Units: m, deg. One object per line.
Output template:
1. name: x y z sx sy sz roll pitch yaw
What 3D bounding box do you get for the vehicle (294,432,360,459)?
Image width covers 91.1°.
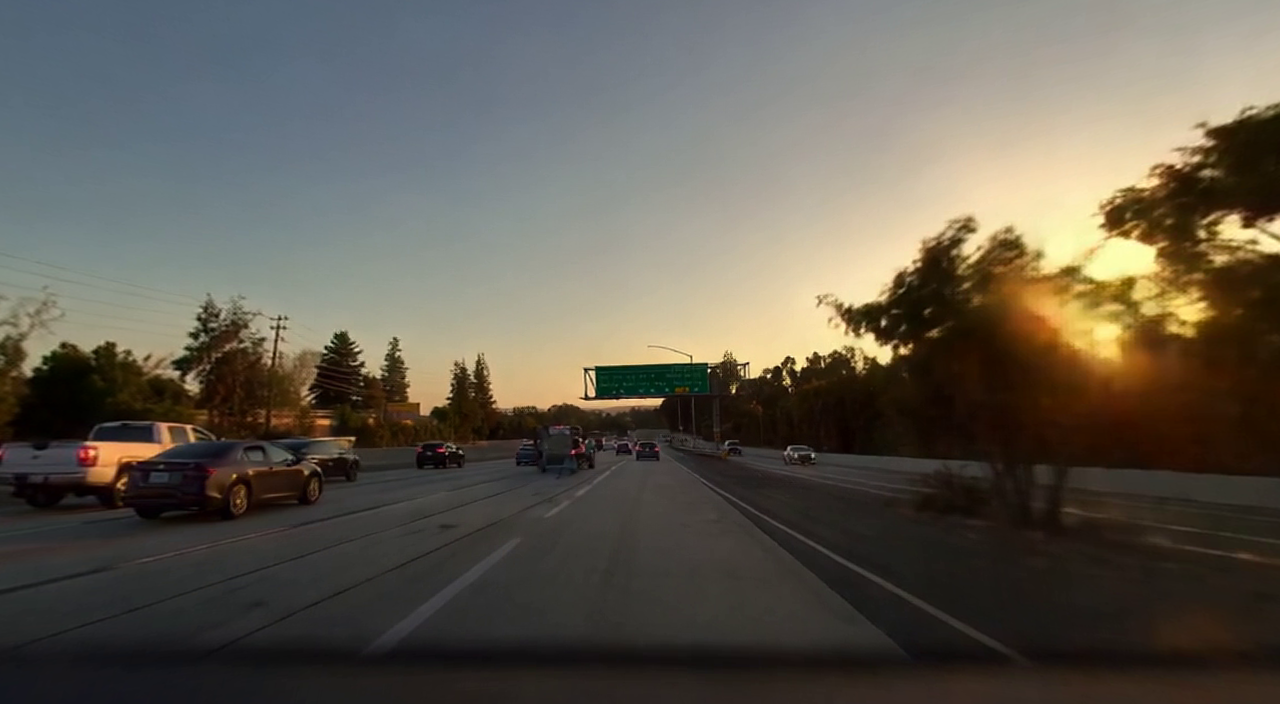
1. vehicle: -23.943 7.188 48.284 2.170 1.974 5.348 0 -8 2

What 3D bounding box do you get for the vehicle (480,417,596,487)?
1. vehicle: -3.264 3.463 22.033 2.815 2.092 6.526 0 -8 1

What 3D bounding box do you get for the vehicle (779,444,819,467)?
1. vehicle: 12.449 8.089 49.440 2.048 1.720 4.524 0 -8 2

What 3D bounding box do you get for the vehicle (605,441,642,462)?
1. vehicle: -1.156 7.215 45.828 2.013 1.444 4.447 -1 -8 8

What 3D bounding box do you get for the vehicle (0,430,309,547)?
1. vehicle: -7.725 2.085 10.358 1.964 1.481 4.425 0 -8 2

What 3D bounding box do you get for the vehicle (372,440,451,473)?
1. vehicle: -10.775 4.953 29.988 1.884 1.453 4.579 0 -8 2
